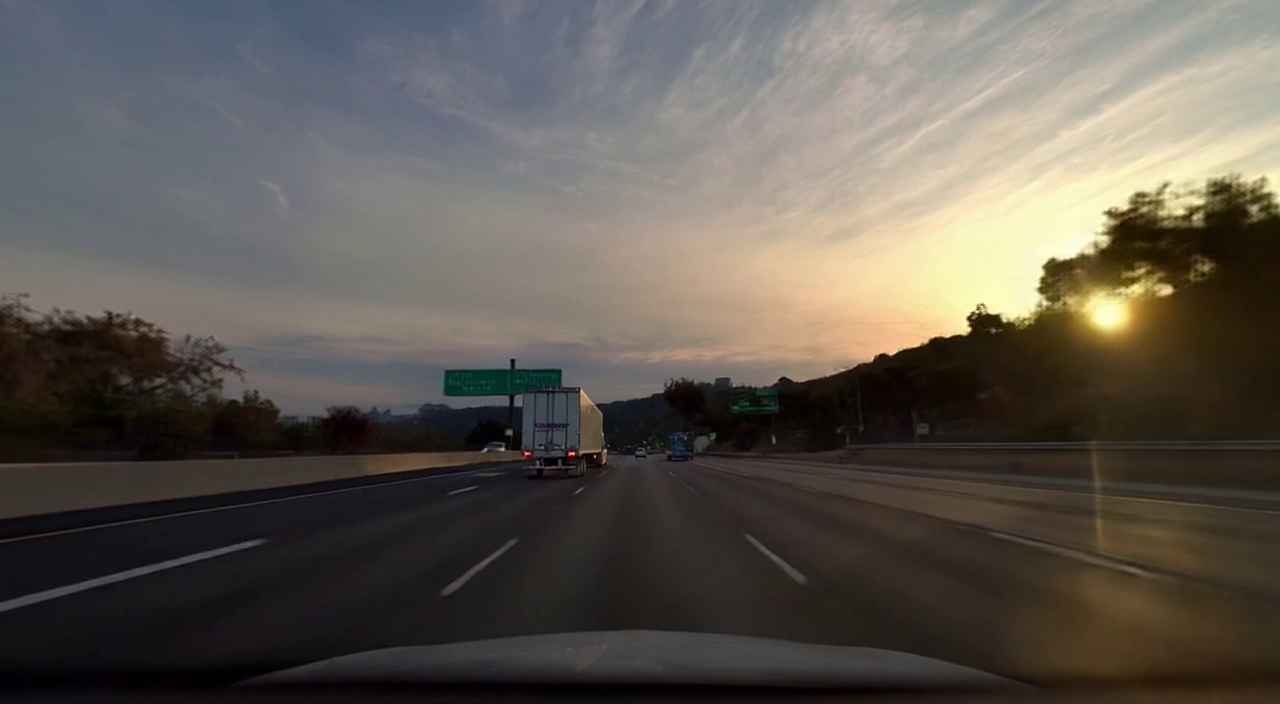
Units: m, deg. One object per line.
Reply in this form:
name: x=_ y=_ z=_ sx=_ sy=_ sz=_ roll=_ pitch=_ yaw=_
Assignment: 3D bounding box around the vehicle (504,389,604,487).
vehicle: x=-3.257 y=3.677 z=26.457 sx=2.922 sy=3.458 sz=8.360 roll=0 pitch=-9 yaw=1
